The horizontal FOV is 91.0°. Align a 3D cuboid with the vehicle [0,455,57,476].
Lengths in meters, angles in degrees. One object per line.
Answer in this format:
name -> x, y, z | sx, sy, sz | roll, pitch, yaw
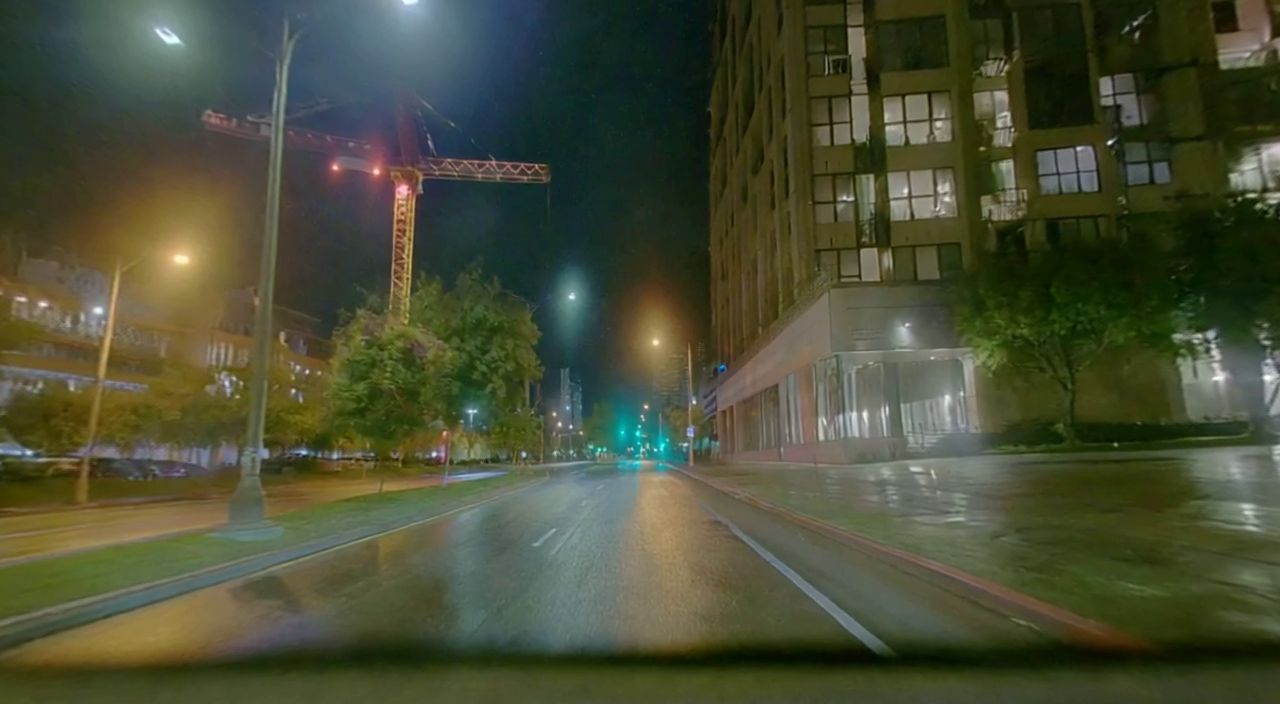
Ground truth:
vehicle -> -43.454, 7.948, 44.087 | 3.564, 1.431, 1.678 | 0, -9, 1
